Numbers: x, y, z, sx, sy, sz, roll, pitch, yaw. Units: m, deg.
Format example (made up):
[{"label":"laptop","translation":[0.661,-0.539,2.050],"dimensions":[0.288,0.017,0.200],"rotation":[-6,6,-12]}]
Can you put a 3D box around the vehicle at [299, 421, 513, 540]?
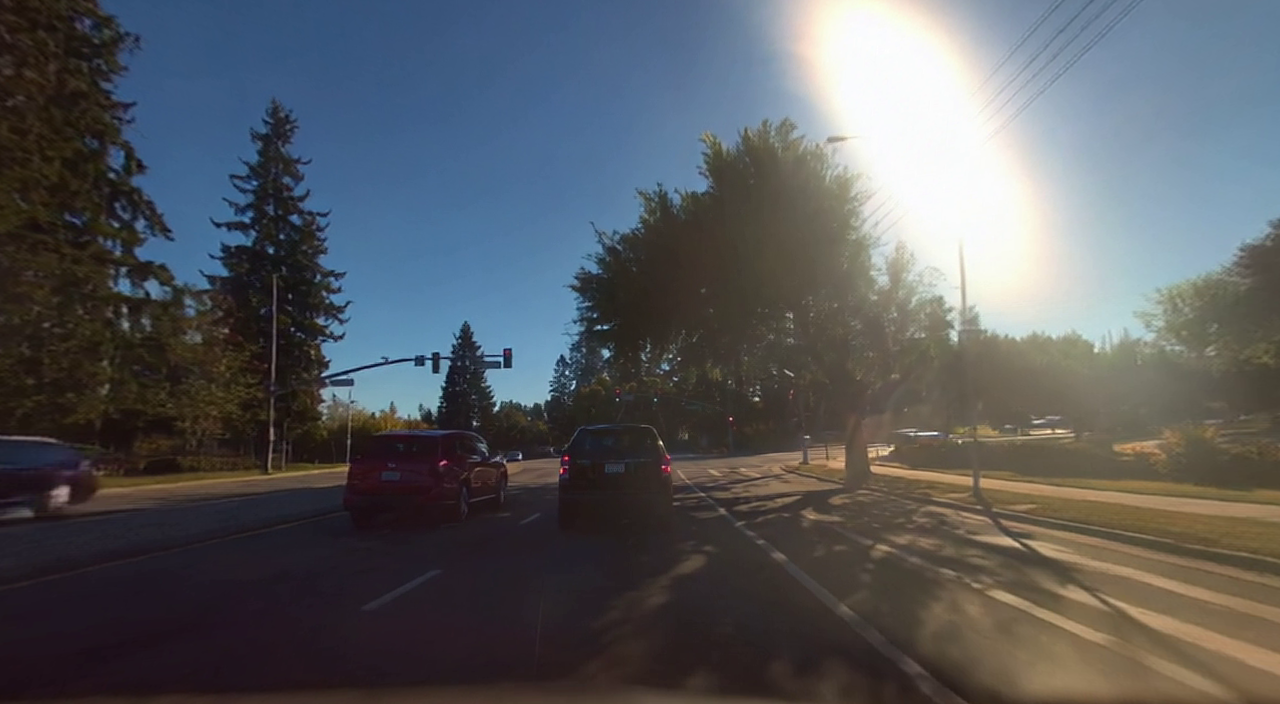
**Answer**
[{"label":"vehicle","translation":[-3.797,2.150,11.282],"dimensions":[2.009,1.673,4.454],"rotation":[0,-8,1]}]

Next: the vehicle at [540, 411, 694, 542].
[{"label":"vehicle","translation":[-0.278,2.079,11.313],"dimensions":[2.131,1.793,5.016],"rotation":[0,-8,1]}]

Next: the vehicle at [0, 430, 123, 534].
[{"label":"vehicle","translation":[-11.264,2.082,10.114],"dimensions":[2.070,1.635,4.559],"rotation":[0,-8,0]}]
